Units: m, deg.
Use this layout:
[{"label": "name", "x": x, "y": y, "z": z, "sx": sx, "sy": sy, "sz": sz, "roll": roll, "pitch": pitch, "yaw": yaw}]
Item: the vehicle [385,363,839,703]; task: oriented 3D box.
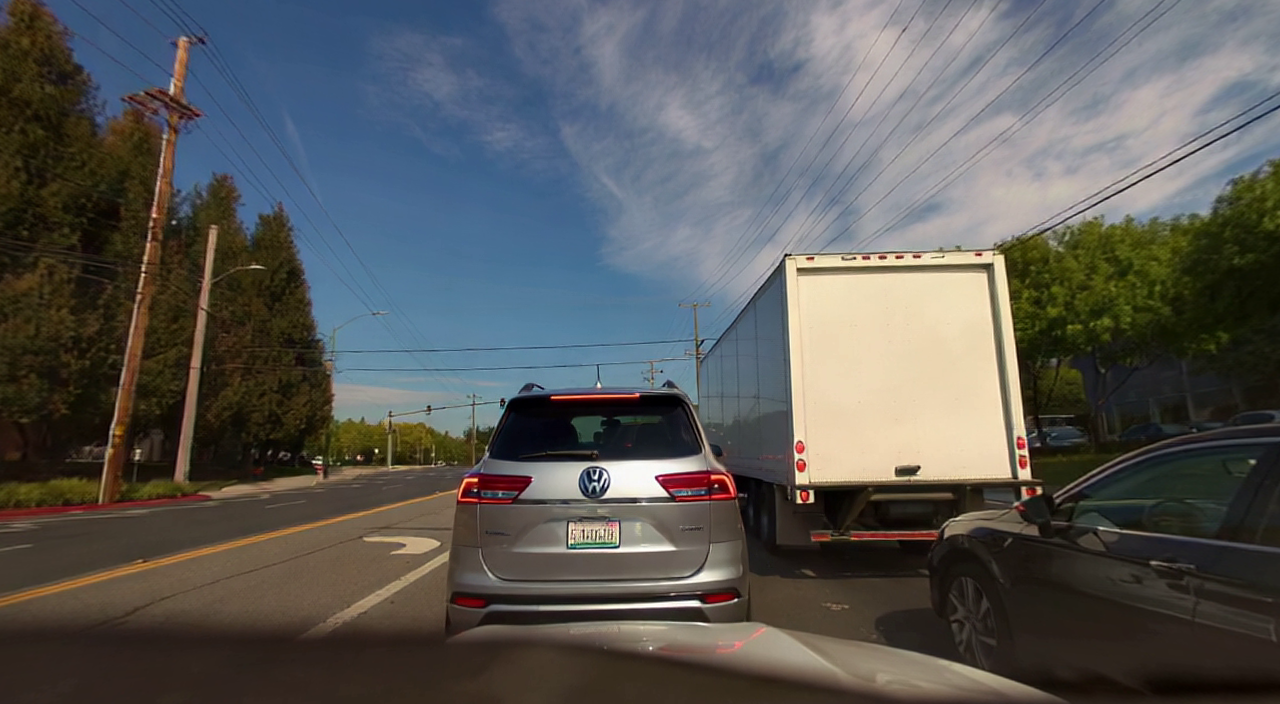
[{"label": "vehicle", "x": -0.127, "y": 1.224, "z": 5.135, "sx": 2.114, "sy": 1.732, "sz": 4.230, "roll": 0, "pitch": -8, "yaw": 0}]

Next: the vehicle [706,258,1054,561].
[{"label": "vehicle", "x": 3.229, "y": 1.254, "z": 11.817, "sx": 2.915, "sy": 3.559, "sz": 8.848, "roll": 0, "pitch": -8, "yaw": 0}]

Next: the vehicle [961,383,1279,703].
[{"label": "vehicle", "x": 2.831, "y": 0.743, "z": 1.192, "sx": 1.971, "sy": 1.484, "sz": 4.728, "roll": 0, "pitch": -8, "yaw": 0}]
